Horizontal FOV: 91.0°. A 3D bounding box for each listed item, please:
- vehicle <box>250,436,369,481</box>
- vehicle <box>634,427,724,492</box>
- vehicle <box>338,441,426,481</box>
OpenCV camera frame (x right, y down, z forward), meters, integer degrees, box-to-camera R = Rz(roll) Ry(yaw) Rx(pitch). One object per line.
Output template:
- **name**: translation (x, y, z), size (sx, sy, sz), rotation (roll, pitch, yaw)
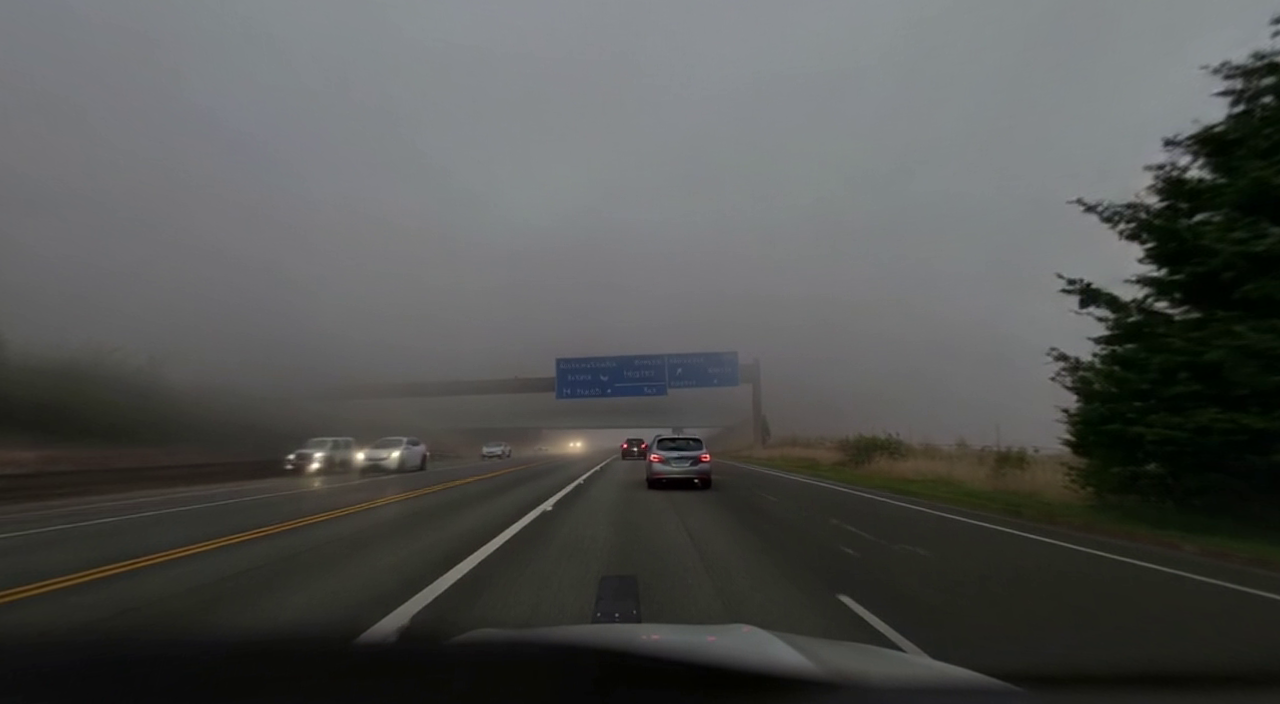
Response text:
- **vehicle**: translation (-15.208, 4.905, 29.472), size (2.454, 1.868, 5.753), rotation (-1, -8, 0)
- **vehicle**: translation (0.991, 3.058, 18.264), size (2.092, 1.636, 4.024), rotation (0, -8, -4)
- **vehicle**: translation (-11.363, 4.781, 28.105), size (2.044, 1.502, 4.700), rotation (-3, -8, -1)
